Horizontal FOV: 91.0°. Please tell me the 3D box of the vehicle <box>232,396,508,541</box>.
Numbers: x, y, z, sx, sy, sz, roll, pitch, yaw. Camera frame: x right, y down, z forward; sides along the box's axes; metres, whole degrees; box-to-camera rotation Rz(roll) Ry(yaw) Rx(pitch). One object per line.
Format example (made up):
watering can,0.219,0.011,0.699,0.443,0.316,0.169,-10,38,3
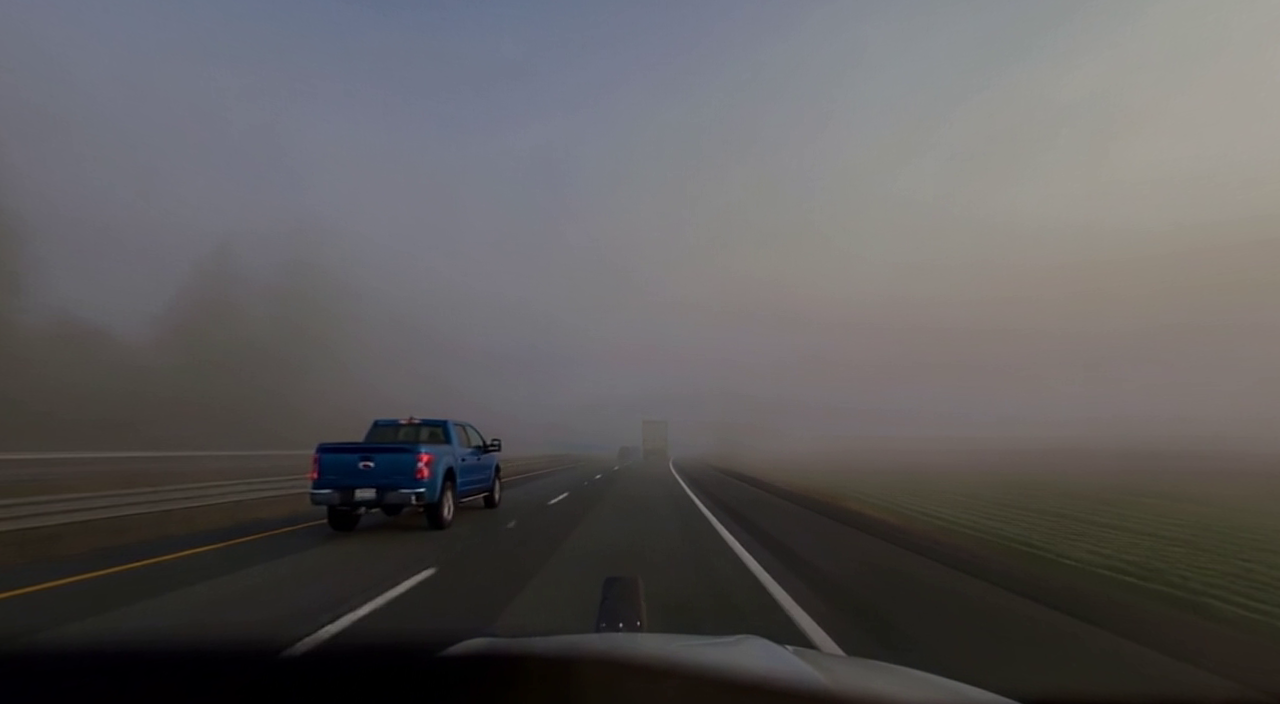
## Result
vehicle,-3.934,1.848,10.505,2.295,1.815,4.983,0,-9,1
